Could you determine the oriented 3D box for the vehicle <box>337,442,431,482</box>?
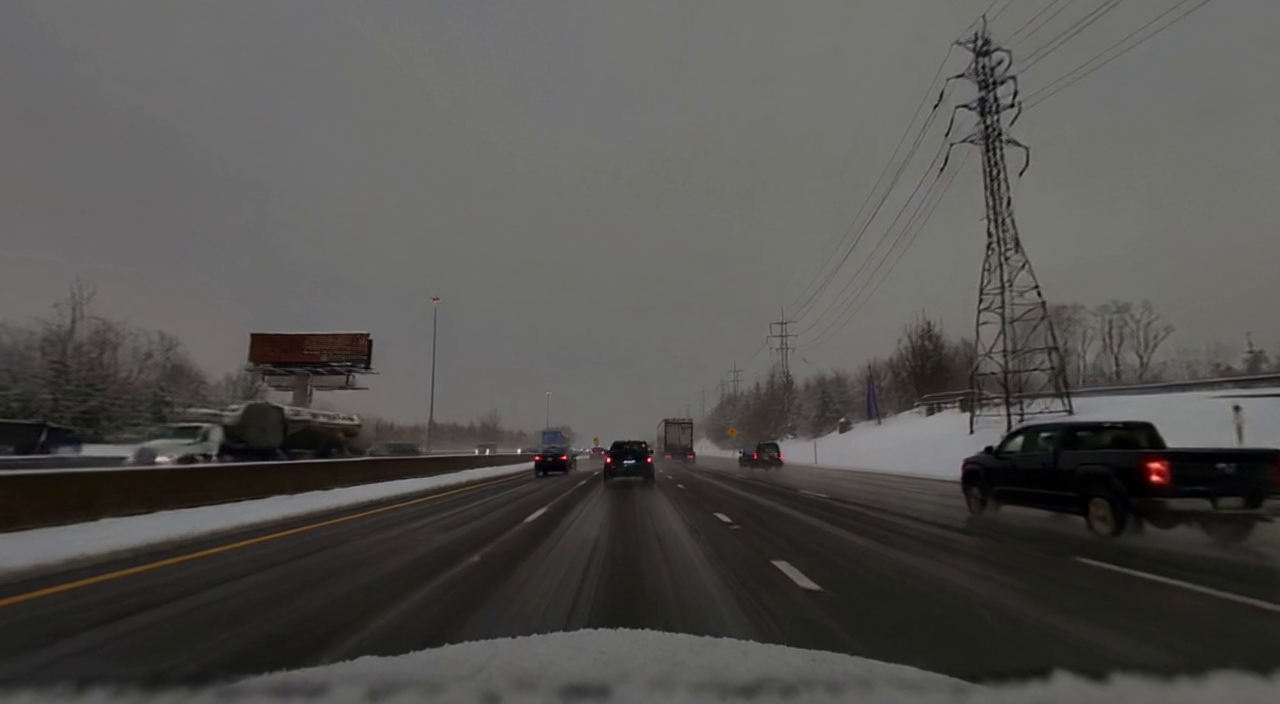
[{"bbox_3d":[-10.776,4.653,27.059,1.857,1.524,5.060,0,-9,1],"label":"vehicle"}]

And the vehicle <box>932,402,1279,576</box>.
[{"bbox_3d":[6.726,1.867,9.479,2.086,1.862,5.232,0,-9,-1],"label":"vehicle"}]

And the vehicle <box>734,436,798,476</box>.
[{"bbox_3d":[6.836,5.737,35.060,2.302,1.973,5.502,0,-9,-1],"label":"vehicle"}]

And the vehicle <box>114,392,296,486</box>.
[{"bbox_3d":[-20.538,4.277,30.737,3.012,3.940,8.053,0,-9,0],"label":"vehicle"}]

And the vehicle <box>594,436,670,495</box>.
[{"bbox_3d":[-0.245,3.581,20.246,2.191,1.685,4.015,0,-9,-1],"label":"vehicle"}]

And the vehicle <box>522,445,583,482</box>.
[{"bbox_3d":[-3.818,4.925,28.262,2.025,1.498,4.675,0,-9,0],"label":"vehicle"}]
